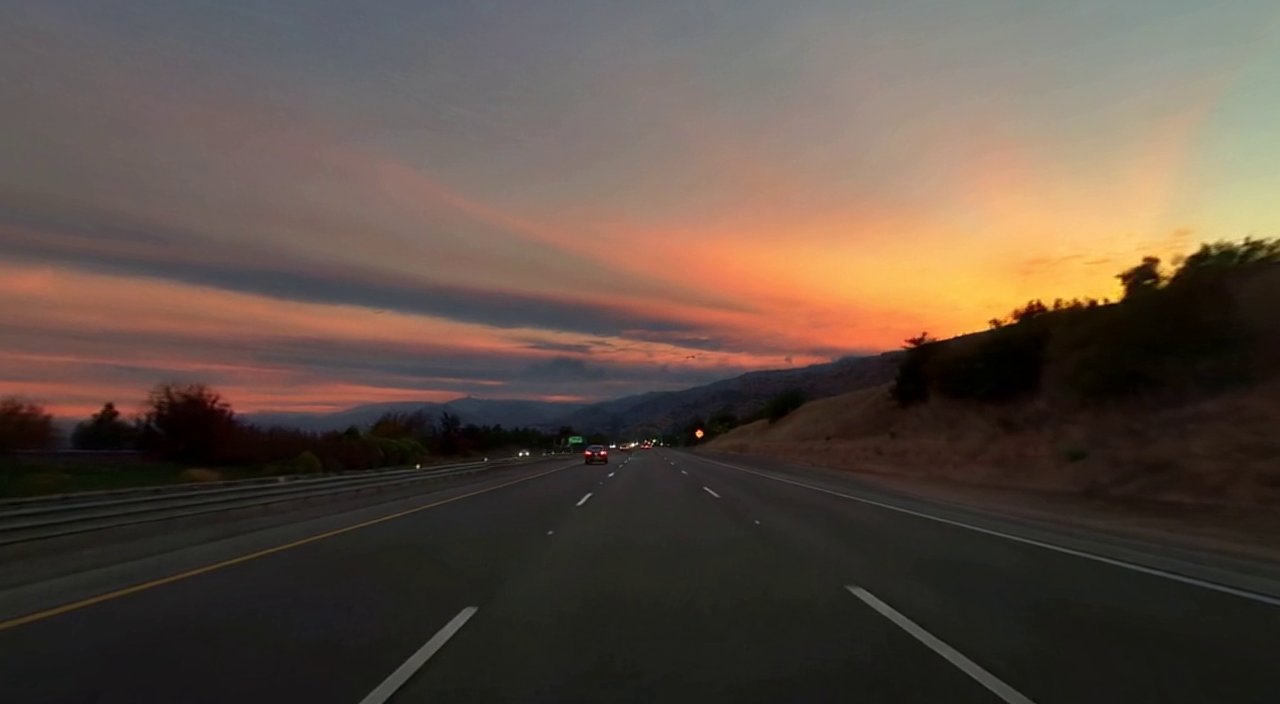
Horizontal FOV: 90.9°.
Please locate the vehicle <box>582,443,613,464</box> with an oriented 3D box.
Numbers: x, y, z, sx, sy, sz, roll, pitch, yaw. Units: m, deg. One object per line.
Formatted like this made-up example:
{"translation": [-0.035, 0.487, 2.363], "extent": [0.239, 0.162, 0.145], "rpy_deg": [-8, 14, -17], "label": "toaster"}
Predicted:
{"translation": [-3.214, 7.771, 48.429], "extent": [1.991, 1.475, 4.302], "rpy_deg": [0, -8, 1], "label": "vehicle"}
